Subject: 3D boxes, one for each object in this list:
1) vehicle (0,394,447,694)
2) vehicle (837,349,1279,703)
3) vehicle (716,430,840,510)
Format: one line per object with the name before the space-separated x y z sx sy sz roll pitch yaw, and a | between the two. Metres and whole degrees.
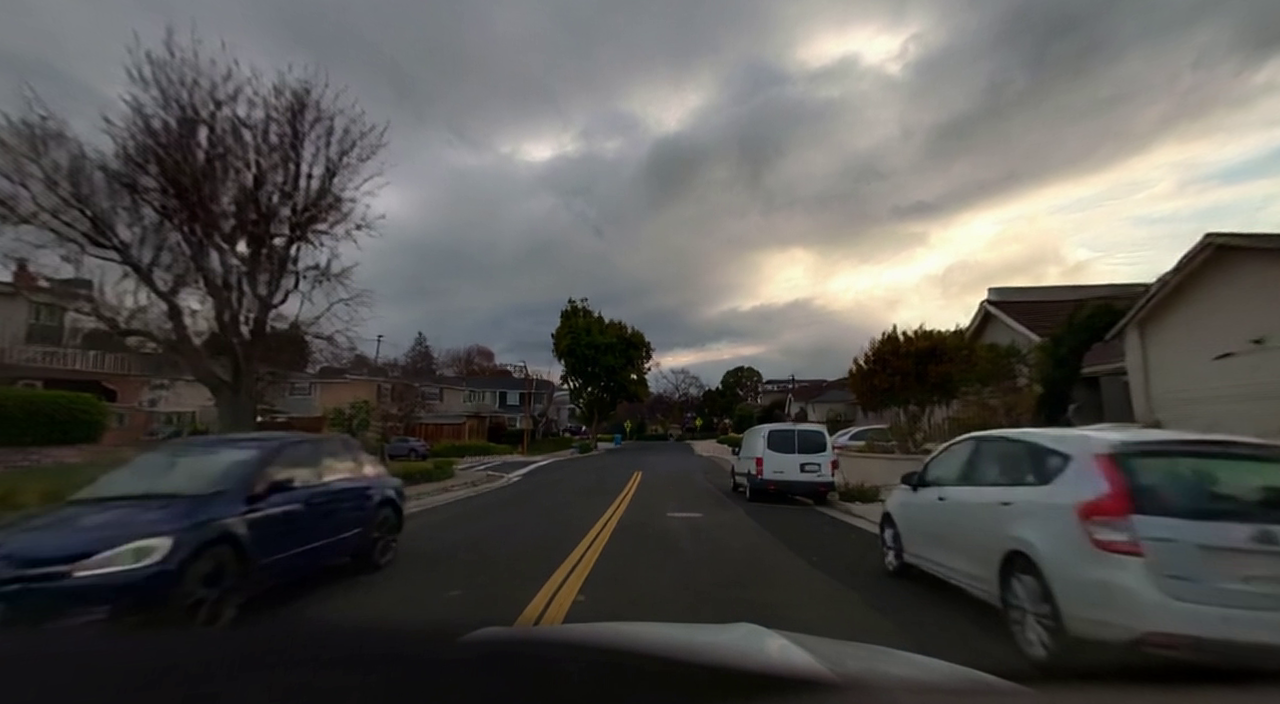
vehicle | -3.979 1.495 6.362 2.278 1.704 5.321 0 -8 1
vehicle | 3.026 1.122 4.505 1.822 1.668 4.147 0 -9 -1
vehicle | 3.248 2.927 16.151 2.074 1.646 5.457 1 -9 1
